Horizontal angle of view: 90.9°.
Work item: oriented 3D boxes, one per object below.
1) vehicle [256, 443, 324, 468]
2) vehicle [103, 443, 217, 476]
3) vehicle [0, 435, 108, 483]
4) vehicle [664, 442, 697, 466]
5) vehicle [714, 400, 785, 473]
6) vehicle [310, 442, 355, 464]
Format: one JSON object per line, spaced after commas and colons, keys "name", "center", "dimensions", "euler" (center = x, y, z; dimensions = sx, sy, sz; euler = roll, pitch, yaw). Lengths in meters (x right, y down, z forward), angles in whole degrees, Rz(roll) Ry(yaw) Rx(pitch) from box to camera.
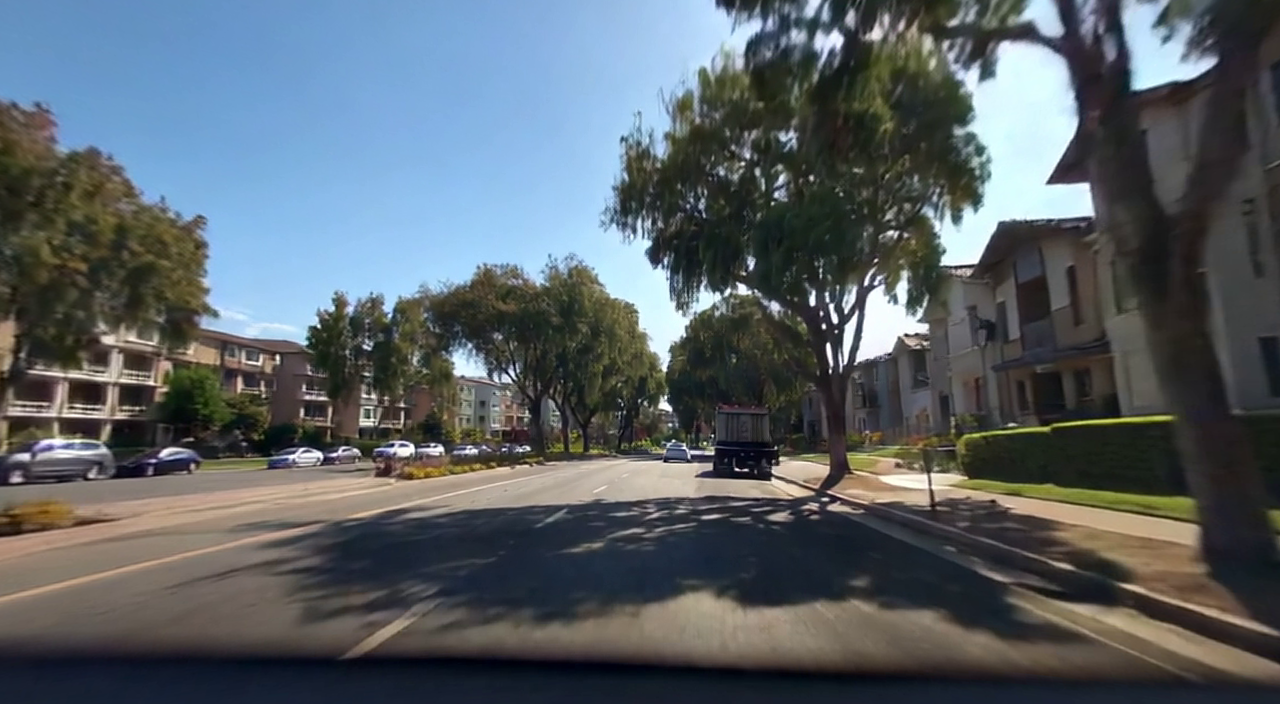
{"name": "vehicle", "center": [-23.099, 6.818, 41.779], "dimensions": [2.015, 1.446, 4.316], "euler": [-2, -8, 2]}
{"name": "vehicle", "center": [-24.289, 5.447, 32.160], "dimensions": [1.900, 1.454, 4.757], "euler": [-3, -8, 4]}
{"name": "vehicle", "center": [-24.596, 4.282, 25.366], "dimensions": [2.040, 1.765, 4.635], "euler": [-2, -8, 6]}
{"name": "vehicle", "center": [2.515, 6.197, 38.380], "dimensions": [1.871, 1.370, 4.206], "euler": [-1, -8, 6]}
{"name": "vehicle", "center": [5.452, 4.456, 32.929], "dimensions": [2.945, 3.277, 8.473], "euler": [-1, -8, 5]}
{"name": "vehicle", "center": [-22.763, 7.497, 46.772], "dimensions": [1.659, 1.570, 2.845], "euler": [-1, -8, 7]}
